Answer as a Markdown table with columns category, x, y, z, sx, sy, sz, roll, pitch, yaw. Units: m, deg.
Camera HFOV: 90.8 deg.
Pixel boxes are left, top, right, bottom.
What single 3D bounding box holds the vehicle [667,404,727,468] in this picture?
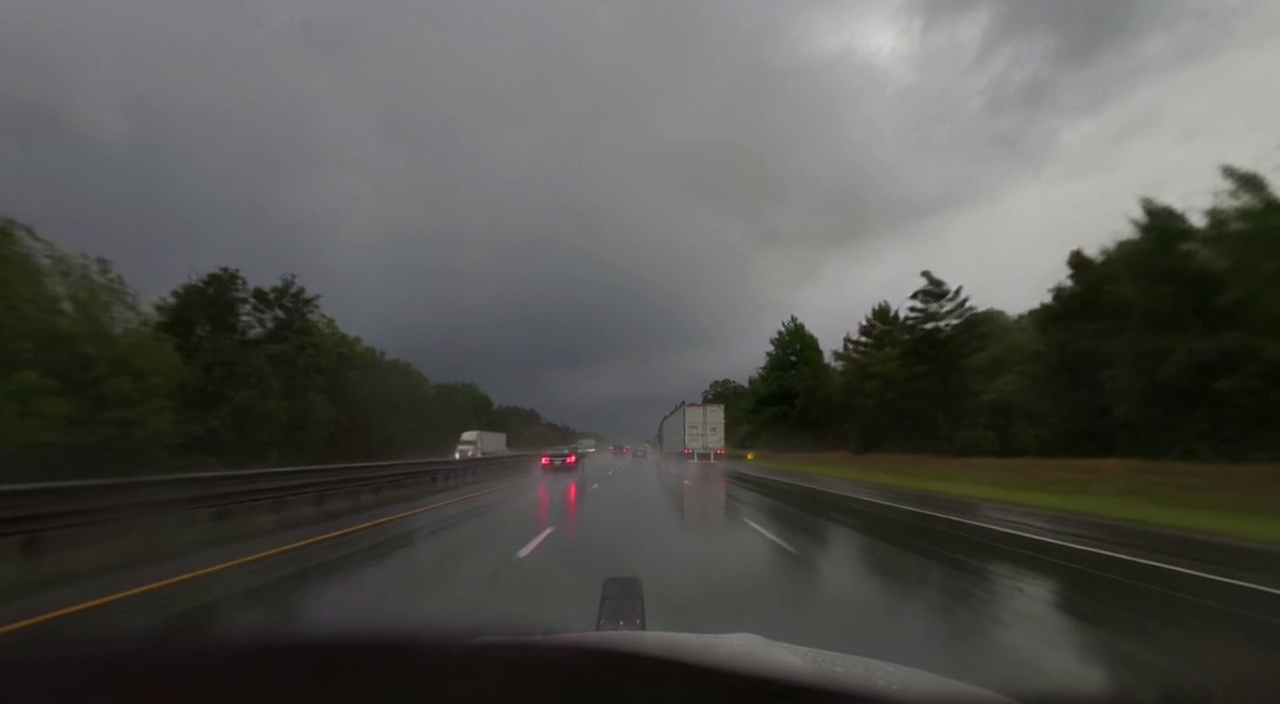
| category | x | y | z | sx | sy | sz | roll | pitch | yaw |
| --- | --- | --- | --- | --- | --- | --- | --- | --- | --- |
| vehicle | 3.972 | 6.536 | 47.660 | 2.974 | 4.083 | 14.389 | 0 | -9 | -1 |

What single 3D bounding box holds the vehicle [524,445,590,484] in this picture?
| category | x | y | z | sx | sy | sz | roll | pitch | yaw |
| --- | --- | --- | --- | --- | --- | --- | --- | --- | --- |
| vehicle | -3.292 | 4.588 | 25.985 | 2.121 | 1.445 | 4.651 | 0 | -9 | -1 |
